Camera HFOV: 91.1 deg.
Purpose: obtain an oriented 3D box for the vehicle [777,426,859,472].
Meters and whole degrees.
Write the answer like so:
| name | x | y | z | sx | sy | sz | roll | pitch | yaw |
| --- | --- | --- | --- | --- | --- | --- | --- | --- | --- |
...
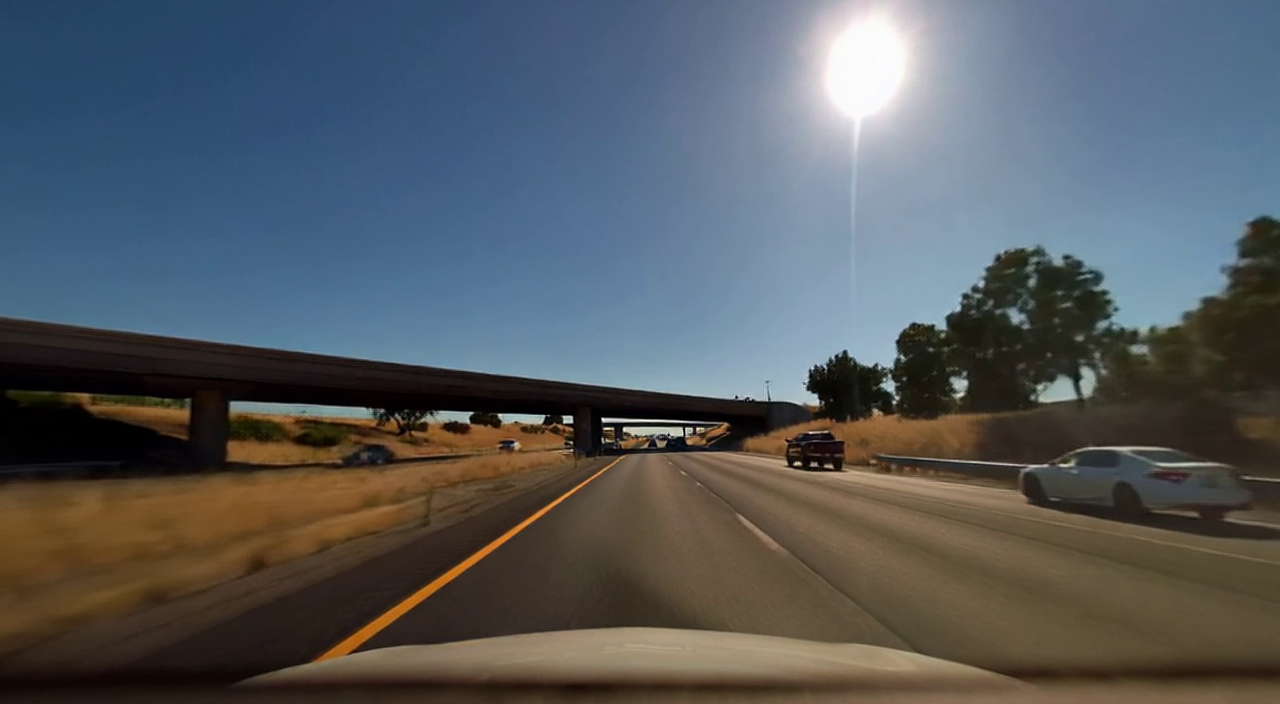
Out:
| name | x | y | z | sx | sy | sz | roll | pitch | yaw |
| --- | --- | --- | --- | --- | --- | --- | --- | --- | --- |
| vehicle | 8.678 | 4.809 | 31.234 | 2.362 | 2.037 | 5.409 | 0 | -9 | -1 |

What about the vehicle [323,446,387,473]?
| name | x | y | z | sx | sy | sz | roll | pitch | yaw |
| --- | --- | --- | --- | --- | --- | --- | --- | --- | --- |
| vehicle | -16.968 | 6.406 | 37.619 | 1.792 | 1.478 | 4.262 | 0 | -8 | 0 |

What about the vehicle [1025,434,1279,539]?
| name | x | y | z | sx | sy | sz | roll | pitch | yaw |
| --- | --- | --- | --- | --- | --- | --- | --- | --- | --- |
| vehicle | 9.066 | 2.213 | 11.002 | 1.927 | 1.472 | 4.076 | 0 | -9 | -2 |
